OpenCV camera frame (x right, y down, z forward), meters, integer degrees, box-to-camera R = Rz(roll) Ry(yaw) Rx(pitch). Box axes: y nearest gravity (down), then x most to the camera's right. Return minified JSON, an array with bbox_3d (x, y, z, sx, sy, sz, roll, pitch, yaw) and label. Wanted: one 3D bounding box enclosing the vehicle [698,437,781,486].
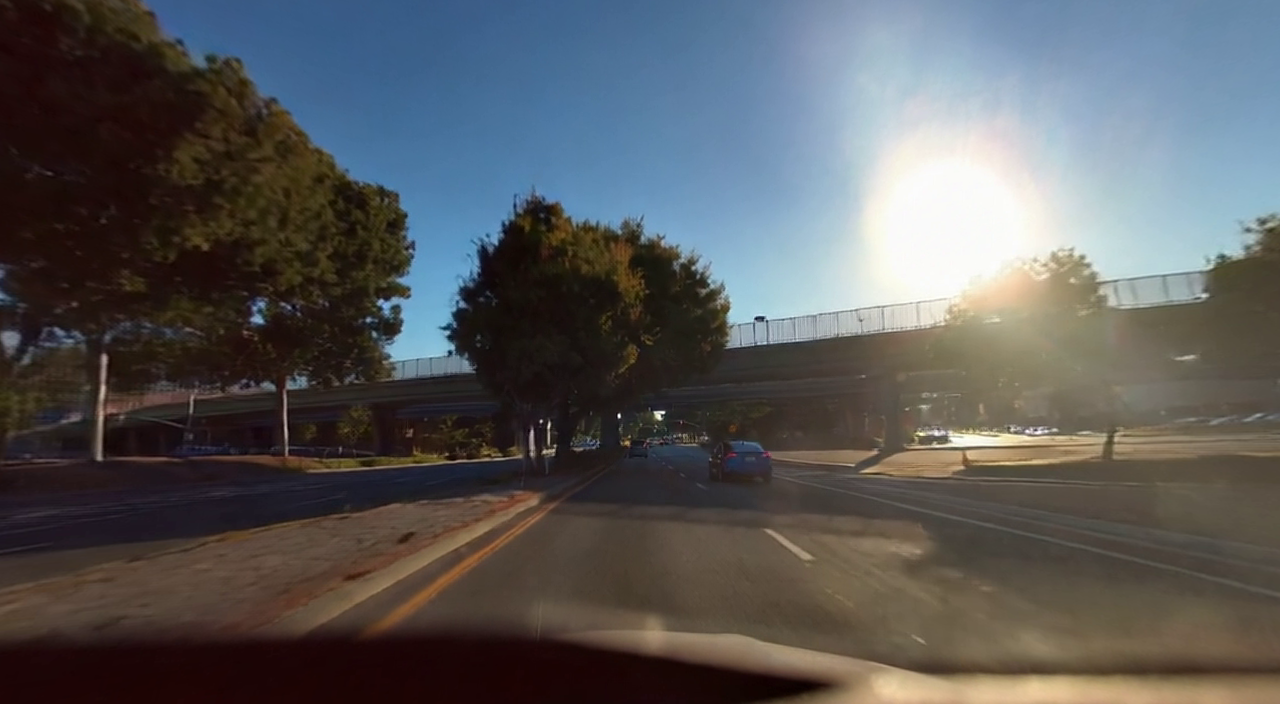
[{"bbox_3d":[3.291,3.727,21.867,2.062,1.484,4.332,0,-8,-1],"label":"vehicle"}]
